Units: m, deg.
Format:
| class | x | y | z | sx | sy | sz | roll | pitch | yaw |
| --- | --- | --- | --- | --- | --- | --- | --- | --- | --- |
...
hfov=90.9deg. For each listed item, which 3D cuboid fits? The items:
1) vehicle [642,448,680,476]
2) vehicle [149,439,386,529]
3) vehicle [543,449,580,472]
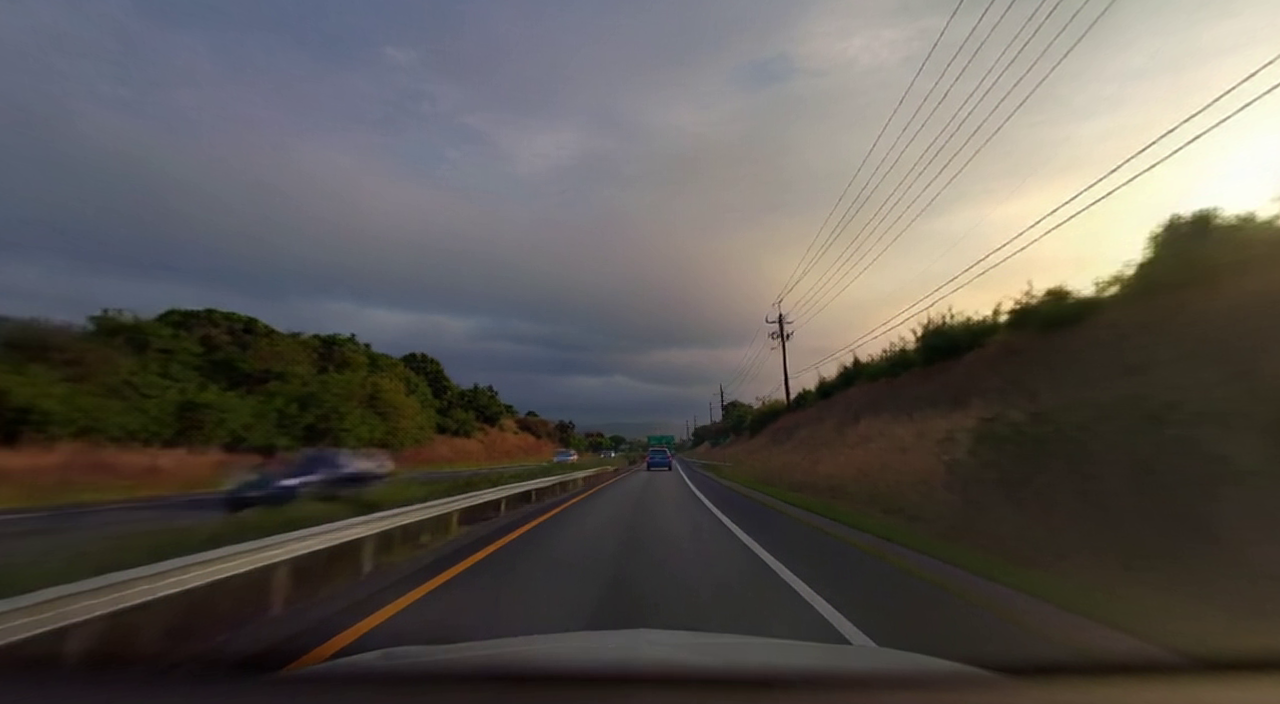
| class | x | y | z | sx | sy | sz | roll | pitch | yaw |
| --- | --- | --- | --- | --- | --- | --- | --- | --- | --- |
| vehicle | 1.213 | 6.303 | 36.340 | 2.080 | 1.486 | 3.813 | -1 | -9 | 2 |
| vehicle | -7.146 | 2.561 | 12.784 | 2.034 | 1.492 | 4.319 | -1 | -9 | 2 |
| vehicle | -5.457 | 7.586 | 44.370 | 1.900 | 1.515 | 4.379 | -1 | -9 | 3 |
